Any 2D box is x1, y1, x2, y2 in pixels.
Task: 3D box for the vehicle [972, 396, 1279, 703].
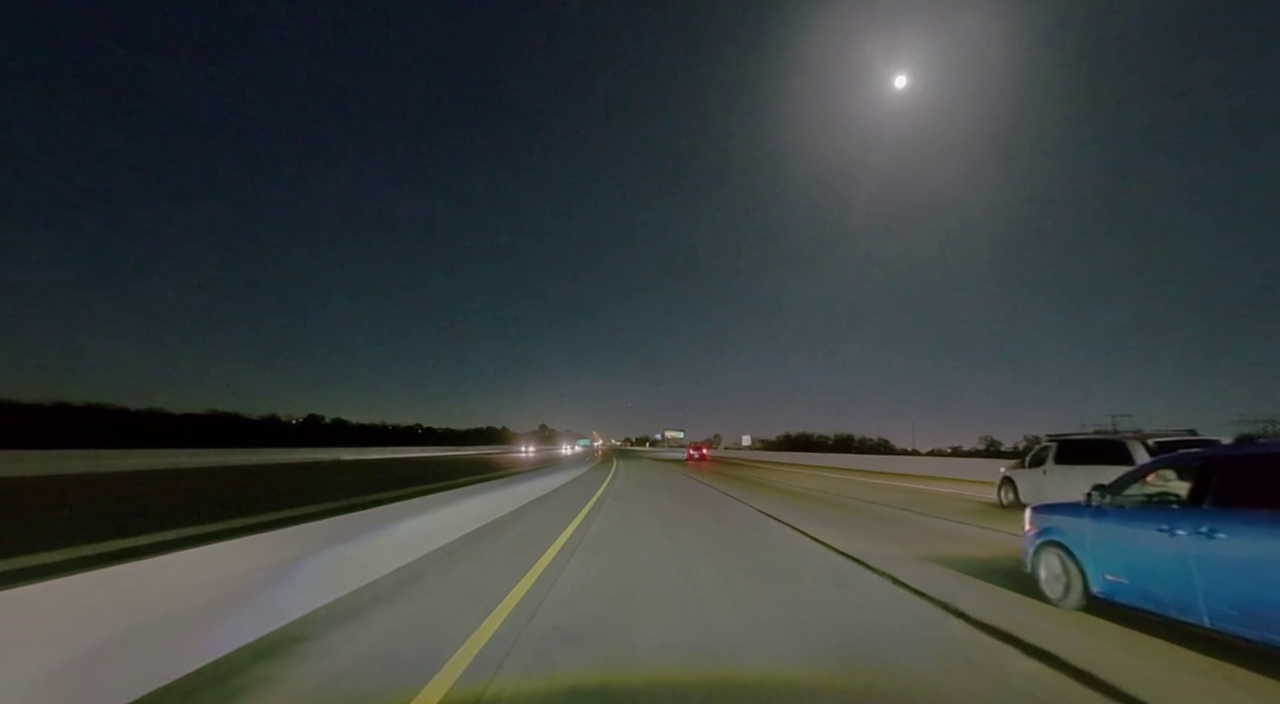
[{"bbox_3d":[3.810,1.046,3.055,2.002,1.604,4.265,0,-9,0],"label":"vehicle"}]
